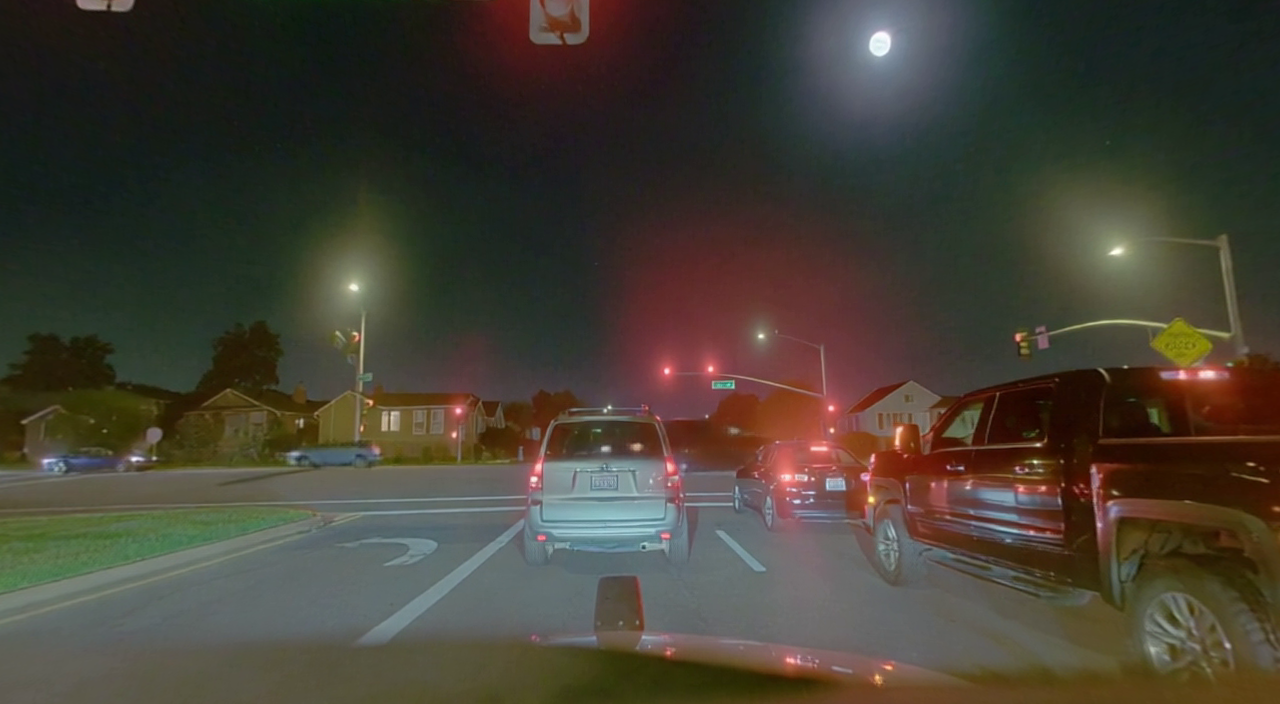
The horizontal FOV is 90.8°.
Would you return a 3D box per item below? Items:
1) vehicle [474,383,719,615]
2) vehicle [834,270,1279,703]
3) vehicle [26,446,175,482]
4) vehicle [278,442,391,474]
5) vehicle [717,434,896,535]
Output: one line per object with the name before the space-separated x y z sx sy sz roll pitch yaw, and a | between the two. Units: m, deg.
vehicle | -0.240 1.386 6.689 1.915 1.780 3.379 -1 -8 4
vehicle | 2.976 0.943 3.889 1.886 1.849 5.070 0 -8 -1
vehicle | -22.967 4.773 27.062 4.533 1.350 1.714 0 -7 -8
vehicle | -15.224 5.289 31.731 4.718 1.530 1.747 1 -8 -10
vehicle | 2.713 2.267 11.530 1.952 1.465 4.421 0 -8 -2
